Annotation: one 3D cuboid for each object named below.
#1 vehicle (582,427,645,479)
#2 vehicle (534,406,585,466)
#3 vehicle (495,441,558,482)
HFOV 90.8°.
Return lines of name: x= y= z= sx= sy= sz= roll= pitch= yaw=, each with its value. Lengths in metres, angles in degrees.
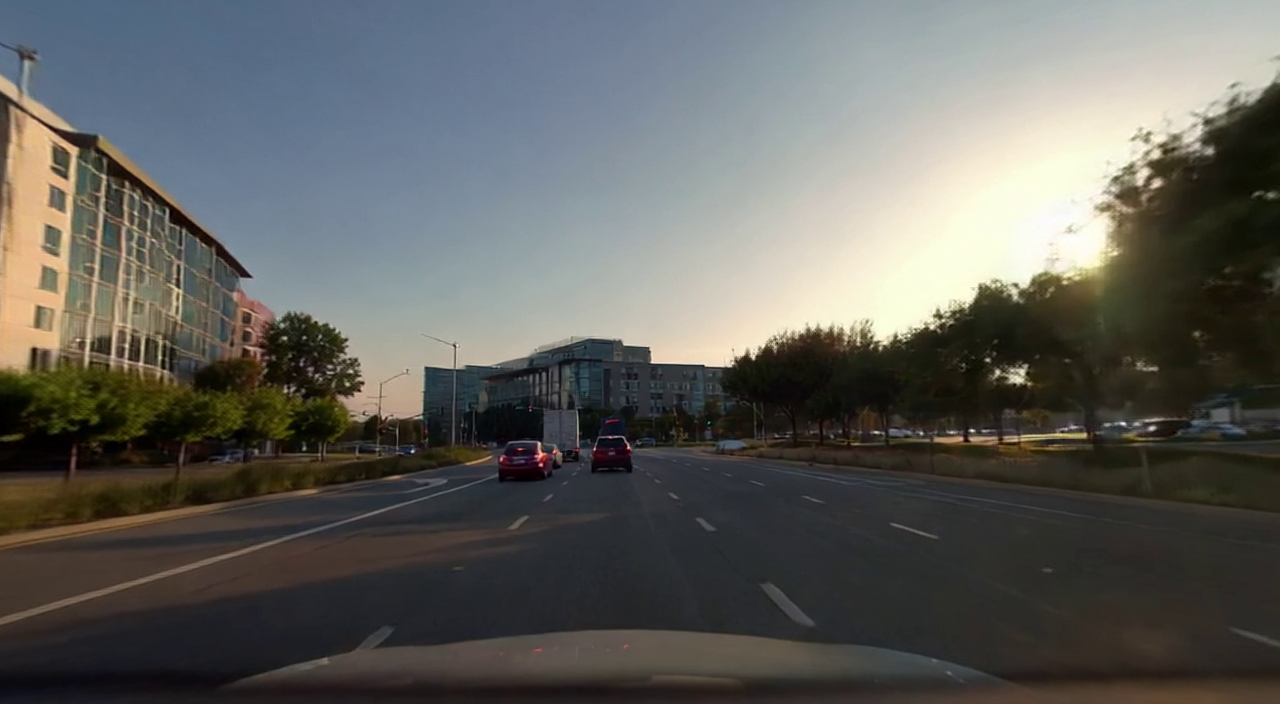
vehicle: x=-1.100 y=3.981 z=25.120 sx=2.260 sy=1.872 sz=4.578 roll=0 pitch=-8 yaw=-4
vehicle: x=-5.722 y=6.314 z=46.976 sx=2.918 sy=3.741 sz=13.683 roll=0 pitch=-8 yaw=-4
vehicle: x=-4.392 y=4.294 z=25.149 sx=1.904 sy=1.460 sz=4.300 roll=0 pitch=-8 yaw=-3
